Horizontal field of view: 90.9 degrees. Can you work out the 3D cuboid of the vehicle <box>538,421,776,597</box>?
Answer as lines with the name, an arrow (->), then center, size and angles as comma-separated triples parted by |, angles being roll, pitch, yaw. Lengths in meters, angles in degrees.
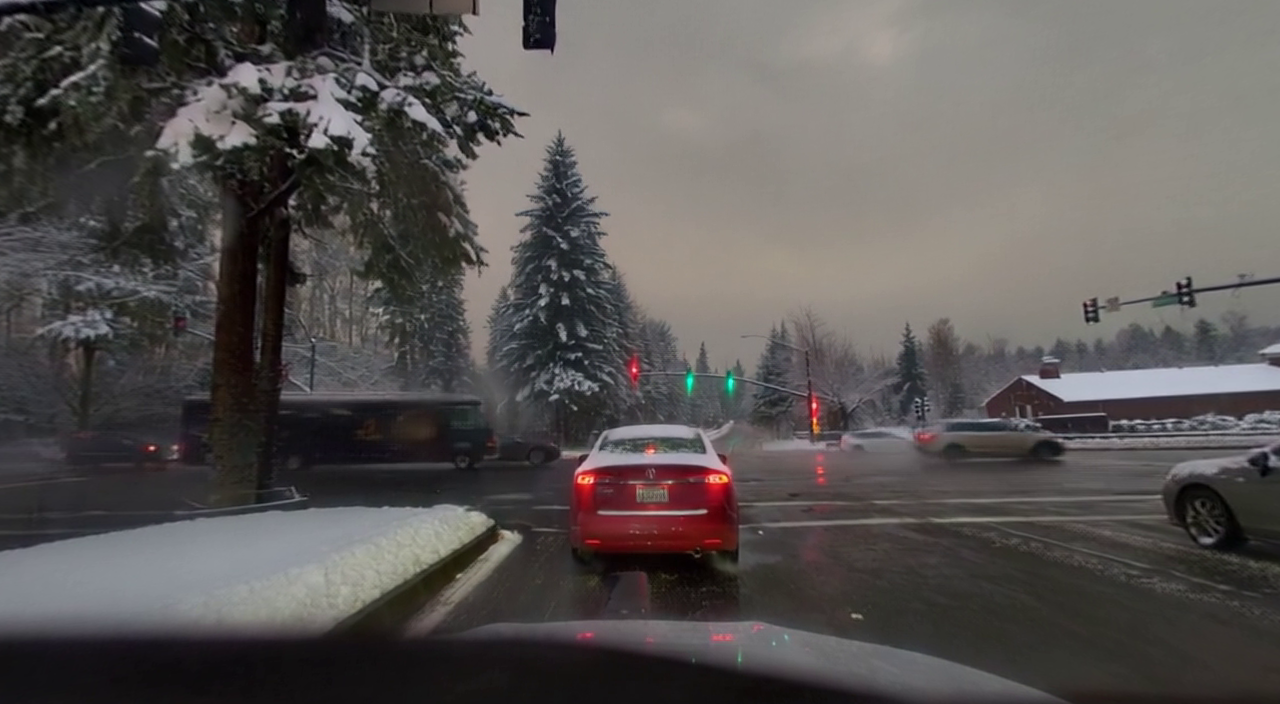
vehicle -> 0.102, 1.633, 7.408 | 2.041, 1.485, 3.813 | 0, -8, -1

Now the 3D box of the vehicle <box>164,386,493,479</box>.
vehicle -> -11.069, 2.976, 23.208 | 10.544, 3.126, 2.909 | -1, -8, 1

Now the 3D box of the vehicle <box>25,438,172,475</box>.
vehicle -> -23.043, 4.452, 26.963 | 4.517, 1.471, 1.854 | 0, -8, 0

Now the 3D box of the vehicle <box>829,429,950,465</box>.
vehicle -> 10.537, 4.022, 26.846 | 4.399, 1.445, 1.769 | 0, -9, 1

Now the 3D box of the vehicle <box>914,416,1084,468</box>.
vehicle -> 13.001, 3.303, 23.115 | 4.921, 1.757, 2.036 | 0, -8, 1

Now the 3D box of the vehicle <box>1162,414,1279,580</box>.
vehicle -> 7.072, 1.257, 5.151 | 1.901, 1.577, 4.348 | 0, -8, 1
